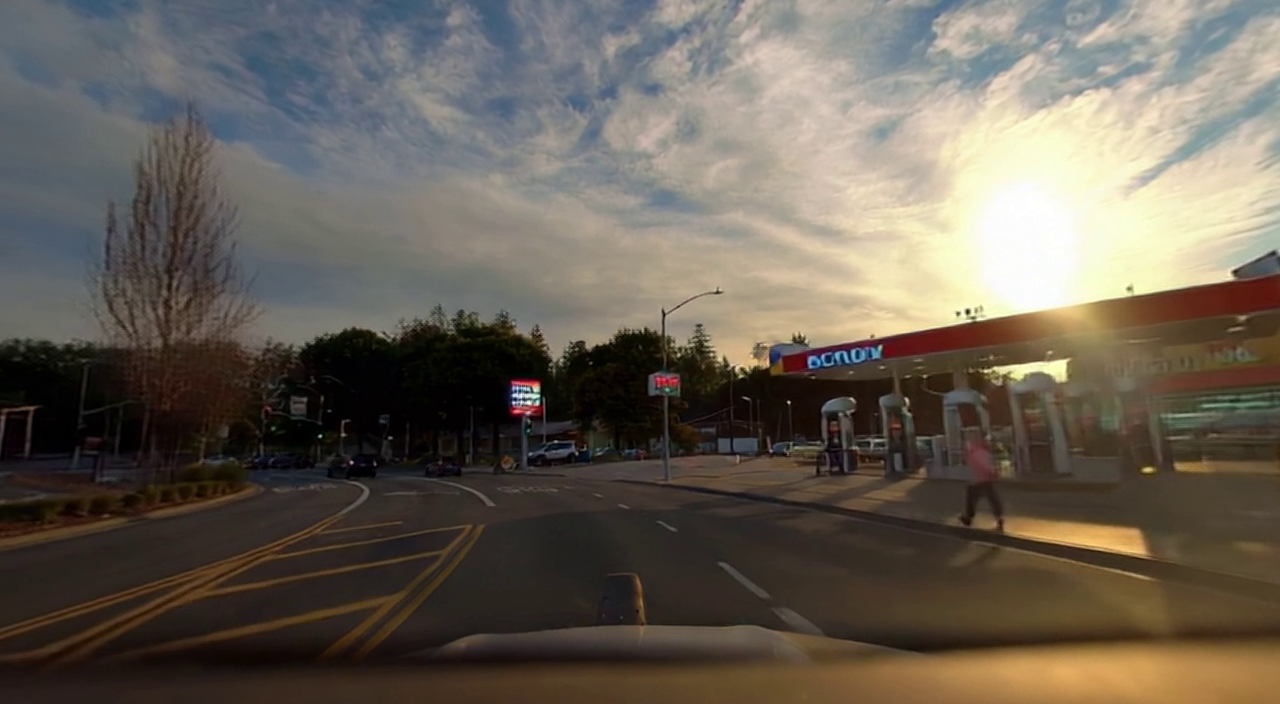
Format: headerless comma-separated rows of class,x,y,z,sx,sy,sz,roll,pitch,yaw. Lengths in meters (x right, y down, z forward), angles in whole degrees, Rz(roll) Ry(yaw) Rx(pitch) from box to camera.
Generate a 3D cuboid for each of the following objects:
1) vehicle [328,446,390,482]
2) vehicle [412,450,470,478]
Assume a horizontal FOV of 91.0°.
vehicle,-17.160,6.776,38.348,2.254,2.006,4.766,7,-11,-37
vehicle,-14.413,8.019,45.428,2.202,1.822,4.826,8,-12,-40
